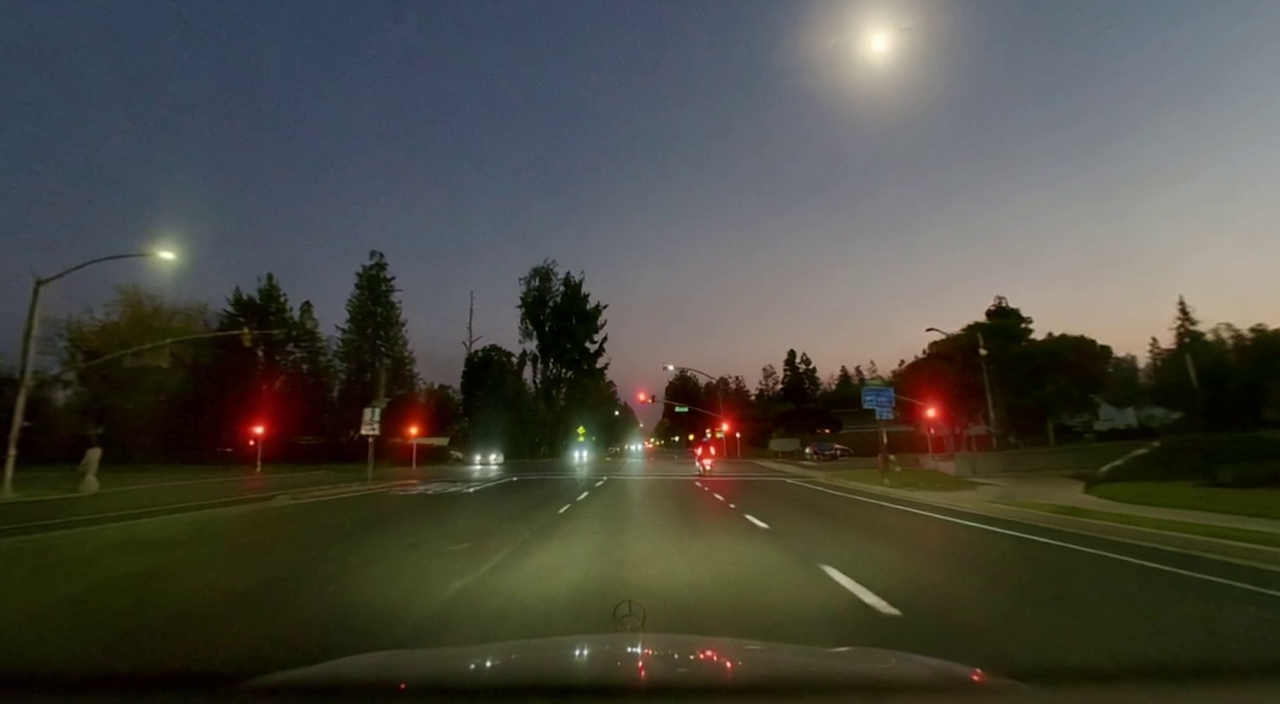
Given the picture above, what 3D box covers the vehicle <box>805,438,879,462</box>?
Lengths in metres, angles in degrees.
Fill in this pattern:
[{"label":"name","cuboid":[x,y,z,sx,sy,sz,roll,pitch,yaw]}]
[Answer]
[{"label":"vehicle","cuboid":[15.477,7.569,48.554,4.947,1.771,2.222,0,-8,0]}]
